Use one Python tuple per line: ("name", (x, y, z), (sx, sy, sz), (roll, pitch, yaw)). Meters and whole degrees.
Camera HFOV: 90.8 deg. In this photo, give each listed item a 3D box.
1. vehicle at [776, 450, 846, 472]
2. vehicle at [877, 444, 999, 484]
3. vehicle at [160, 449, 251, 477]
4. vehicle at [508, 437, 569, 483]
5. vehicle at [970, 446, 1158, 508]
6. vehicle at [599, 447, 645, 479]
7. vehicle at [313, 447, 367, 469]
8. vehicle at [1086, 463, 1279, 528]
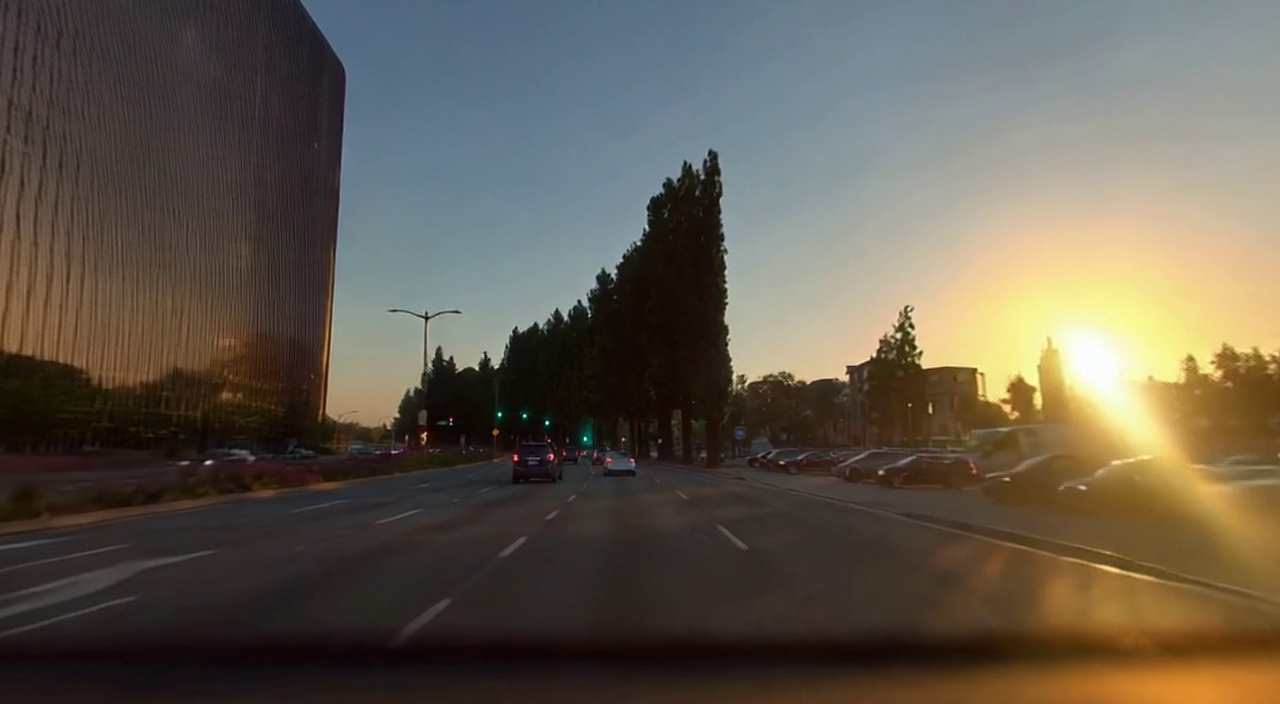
("vehicle", (12.104, 7.713, 44.918), (4.470, 1.429, 1.878), (0, -7, 0))
("vehicle", (13.250, 5.021, 28.292), (4.489, 1.652, 1.783), (-1, -9, 2))
("vehicle", (-22.545, 5.752, 33.014), (1.842, 1.315, 4.463), (0, -8, -4))
("vehicle", (-4.163, 4.500, 26.648), (2.001, 1.784, 4.483), (0, -8, -2))
("vehicle", (13.231, 3.876, 19.926), (4.569, 1.813, 1.872), (0, -8, -1))
("vehicle", (-0.920, 5.243, 30.154), (2.050, 1.385, 4.096), (0, -8, -3))
("vehicle", (-19.676, 6.962, 41.655), (1.605, 1.292, 4.497), (0, -8, -4))
("vehicle", (13.334, 3.312, 14.764), (4.383, 1.348, 1.715), (-1, -10, 2))
